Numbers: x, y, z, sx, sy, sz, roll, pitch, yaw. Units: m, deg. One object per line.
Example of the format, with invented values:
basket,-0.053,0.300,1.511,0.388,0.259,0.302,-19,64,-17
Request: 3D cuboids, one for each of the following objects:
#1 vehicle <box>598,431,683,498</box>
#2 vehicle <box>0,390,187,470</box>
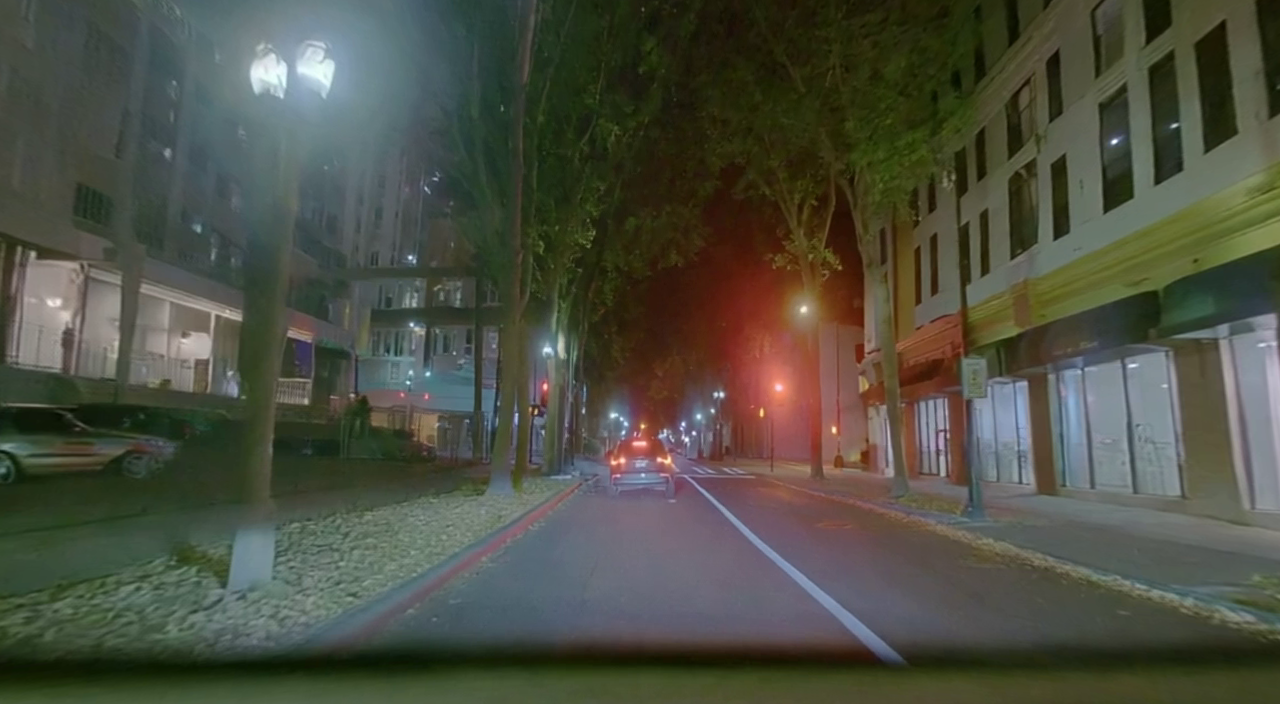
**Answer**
vehicle,-0.027,3.041,17.411,2.079,1.621,3.861,0,-9,-1
vehicle,-14.716,2.109,16.543,2.027,1.758,5.254,0,-9,-4
